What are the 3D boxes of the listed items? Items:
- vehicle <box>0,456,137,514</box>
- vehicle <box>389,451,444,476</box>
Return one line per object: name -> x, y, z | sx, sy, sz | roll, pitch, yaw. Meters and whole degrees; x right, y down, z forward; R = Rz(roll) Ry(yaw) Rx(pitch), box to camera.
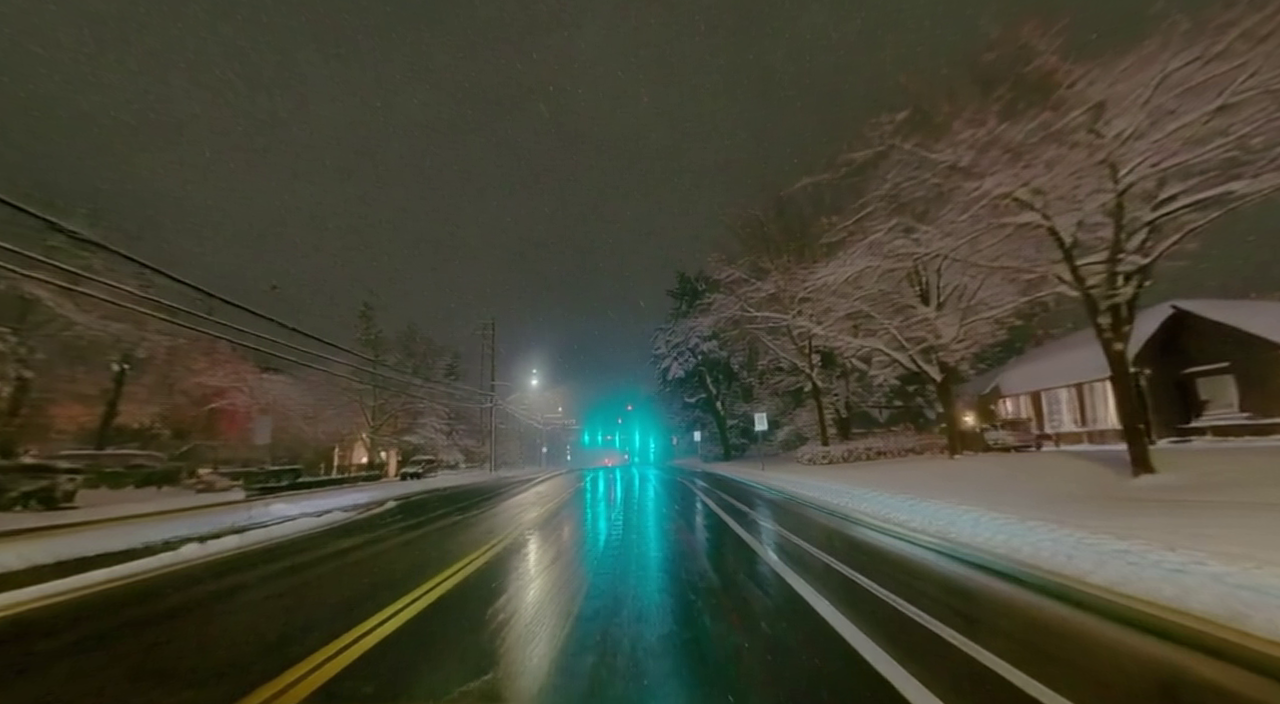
vehicle -> -20.430, 4.545, 21.851 | 4.459, 1.772, 2.011 | -1, -9, 9
vehicle -> -16.472, 8.229, 46.664 | 1.897, 1.698, 4.532 | -1, -8, 8
